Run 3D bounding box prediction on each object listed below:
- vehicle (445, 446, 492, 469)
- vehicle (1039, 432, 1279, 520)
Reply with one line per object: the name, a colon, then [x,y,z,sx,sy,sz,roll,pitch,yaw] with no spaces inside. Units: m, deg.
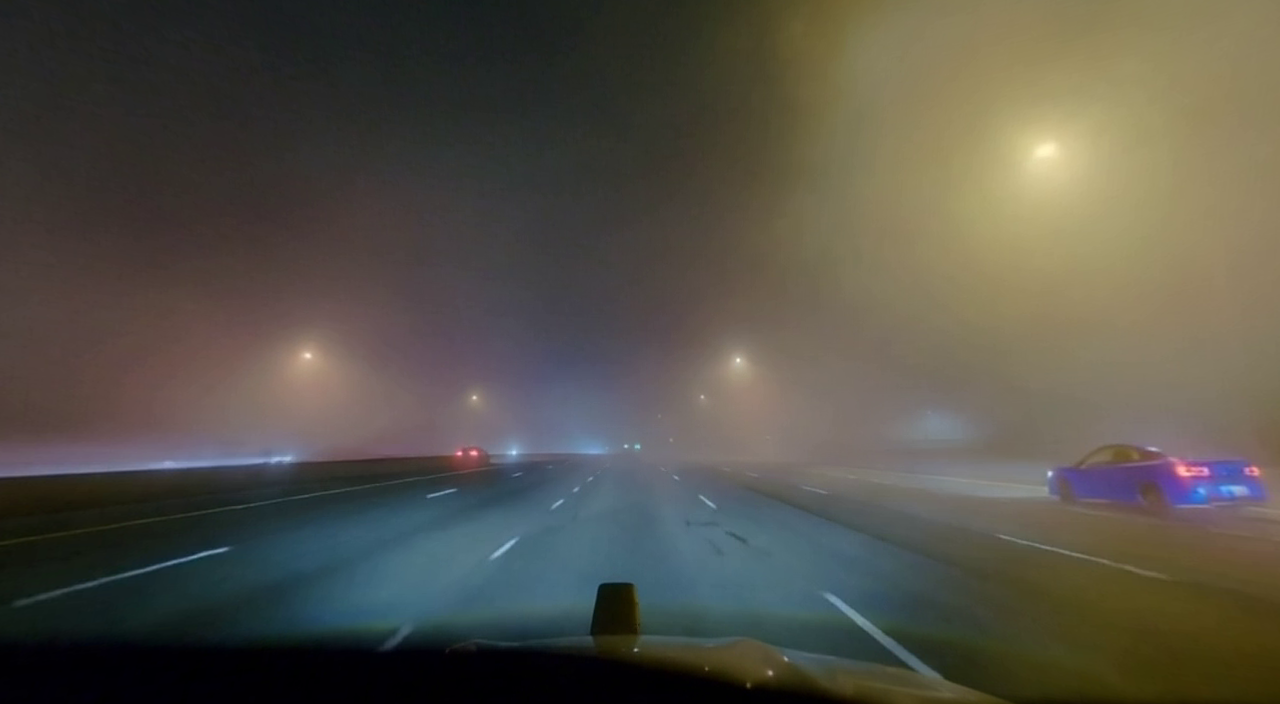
vehicle: [-11.463,7.051,42.425,1.921,1.452,4.429,0,-9,0]
vehicle: [10.790,2.463,13.153,1.985,1.493,4.486,0,-8,-1]
